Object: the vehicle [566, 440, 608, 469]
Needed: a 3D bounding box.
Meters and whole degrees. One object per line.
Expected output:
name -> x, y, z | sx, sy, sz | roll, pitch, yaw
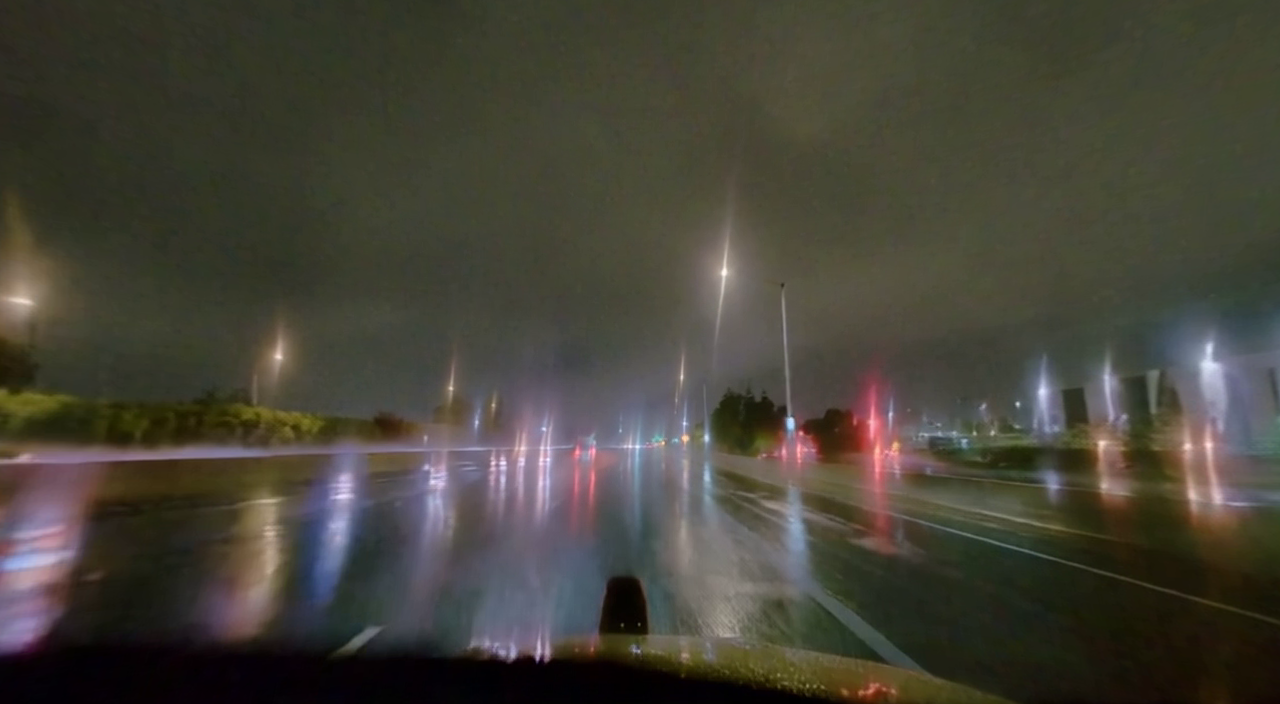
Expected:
vehicle -> -3.087, 6.121, 37.610 | 2.078, 1.629, 4.059 | 0, -8, 1
